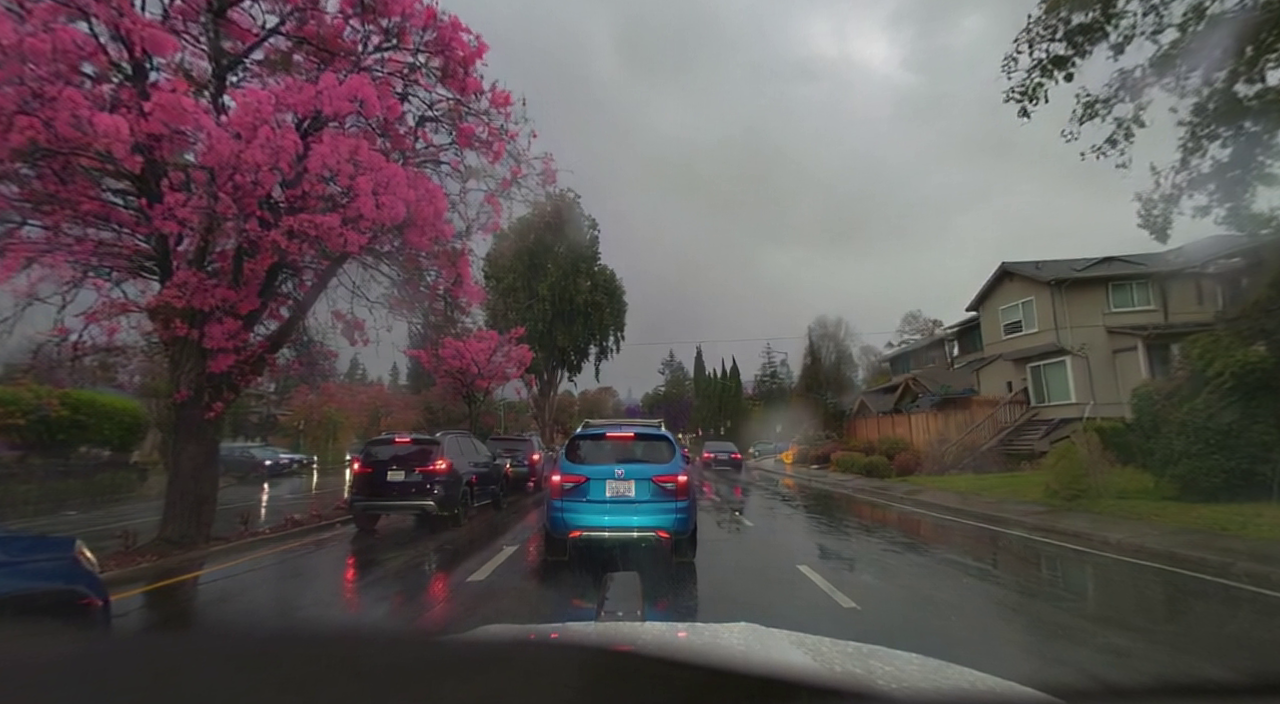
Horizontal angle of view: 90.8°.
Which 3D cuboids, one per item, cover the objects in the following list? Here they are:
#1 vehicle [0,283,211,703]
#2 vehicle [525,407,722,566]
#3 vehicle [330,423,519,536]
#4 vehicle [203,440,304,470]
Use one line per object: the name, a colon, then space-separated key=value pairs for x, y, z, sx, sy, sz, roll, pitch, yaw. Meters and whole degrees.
vehicle: x=-3.522 y=0.519 z=0.977 sx=2.304 sy=1.928 sz=4.833 roll=0 pitch=-8 yaw=0
vehicle: x=-0.194 y=1.750 z=8.898 sx=2.112 sy=1.693 sz=4.058 roll=0 pitch=-8 yaw=0
vehicle: x=-3.658 y=2.237 z=11.680 sx=1.948 sy=1.668 sz=4.279 roll=0 pitch=-8 yaw=0
vehicle: x=-28.500 y=7.602 z=46.859 sx=5.856 sy=2.096 sz=2.481 roll=3 pitch=-9 yaw=-18
